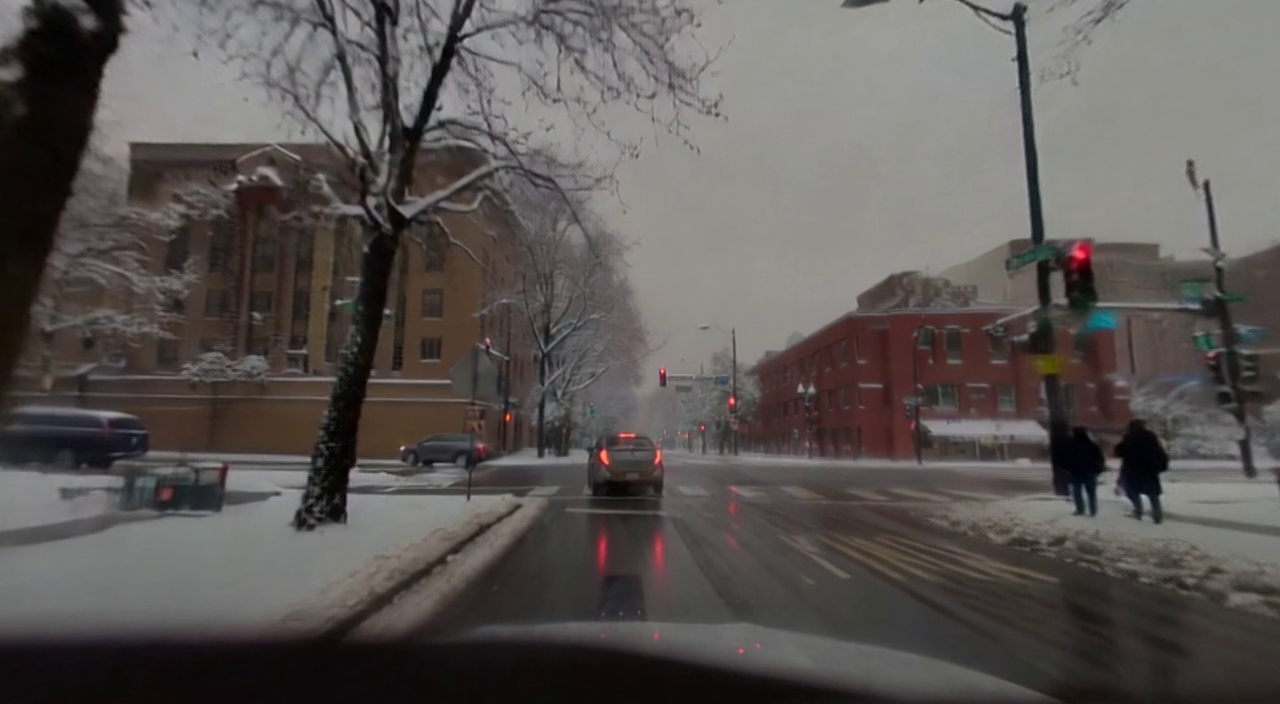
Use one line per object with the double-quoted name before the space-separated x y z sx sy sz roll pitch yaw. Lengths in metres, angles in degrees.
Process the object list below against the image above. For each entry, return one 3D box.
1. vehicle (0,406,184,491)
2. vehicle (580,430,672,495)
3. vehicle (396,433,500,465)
"vehicle" -17.831 2.939 19.269 5.858 2.396 2.319 0 -9 -2
"vehicle" -0.529 2.893 16.970 2.106 1.482 4.459 1 -9 -6
"vehicle" -9.400 4.764 30.910 4.627 1.468 1.871 -3 -9 20
